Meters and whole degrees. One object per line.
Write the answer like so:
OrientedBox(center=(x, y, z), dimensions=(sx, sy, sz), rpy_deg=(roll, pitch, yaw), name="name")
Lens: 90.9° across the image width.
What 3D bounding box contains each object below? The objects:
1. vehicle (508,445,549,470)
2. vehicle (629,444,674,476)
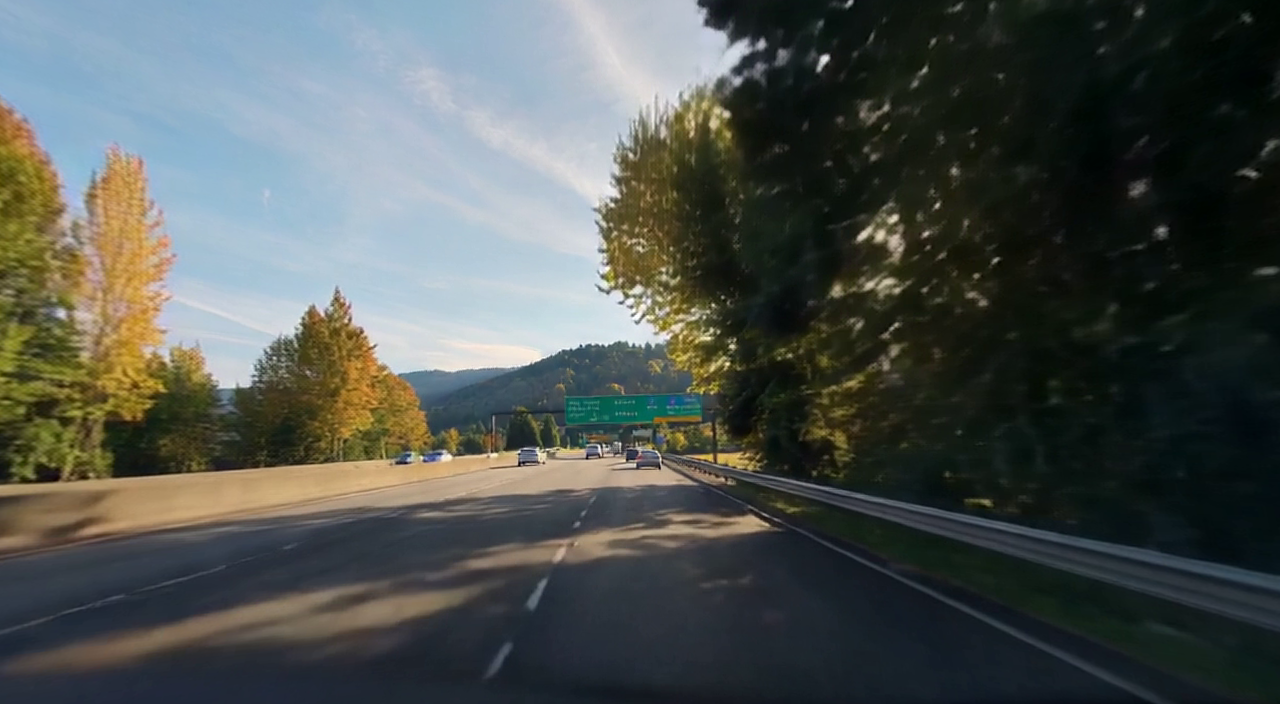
OrientedBox(center=(-7.008, 6.688, 39.899), dimensions=(1.955, 1.468, 3.637), rpy_deg=(0, -9, -1), name="vehicle")
OrientedBox(center=(0.489, 5.368, 31.497), dimensions=(2.019, 1.475, 4.301), rpy_deg=(0, -9, -2), name="vehicle")
